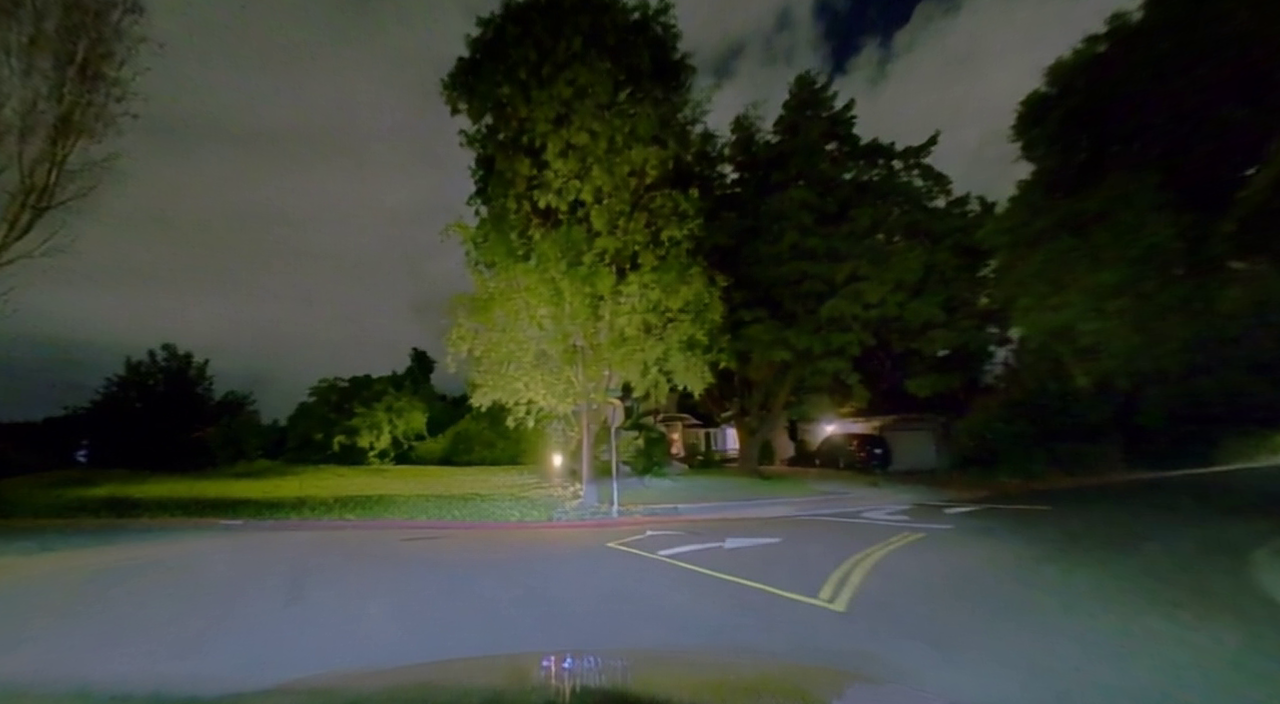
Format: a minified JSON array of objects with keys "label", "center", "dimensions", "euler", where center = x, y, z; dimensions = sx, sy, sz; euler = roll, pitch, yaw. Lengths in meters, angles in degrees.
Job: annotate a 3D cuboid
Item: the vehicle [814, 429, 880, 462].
[{"label":"vehicle","center":[10.332,4.707,31.735],"dimensions":[1.802,1.548,3.501],"euler":[0,-9,-5]}]
